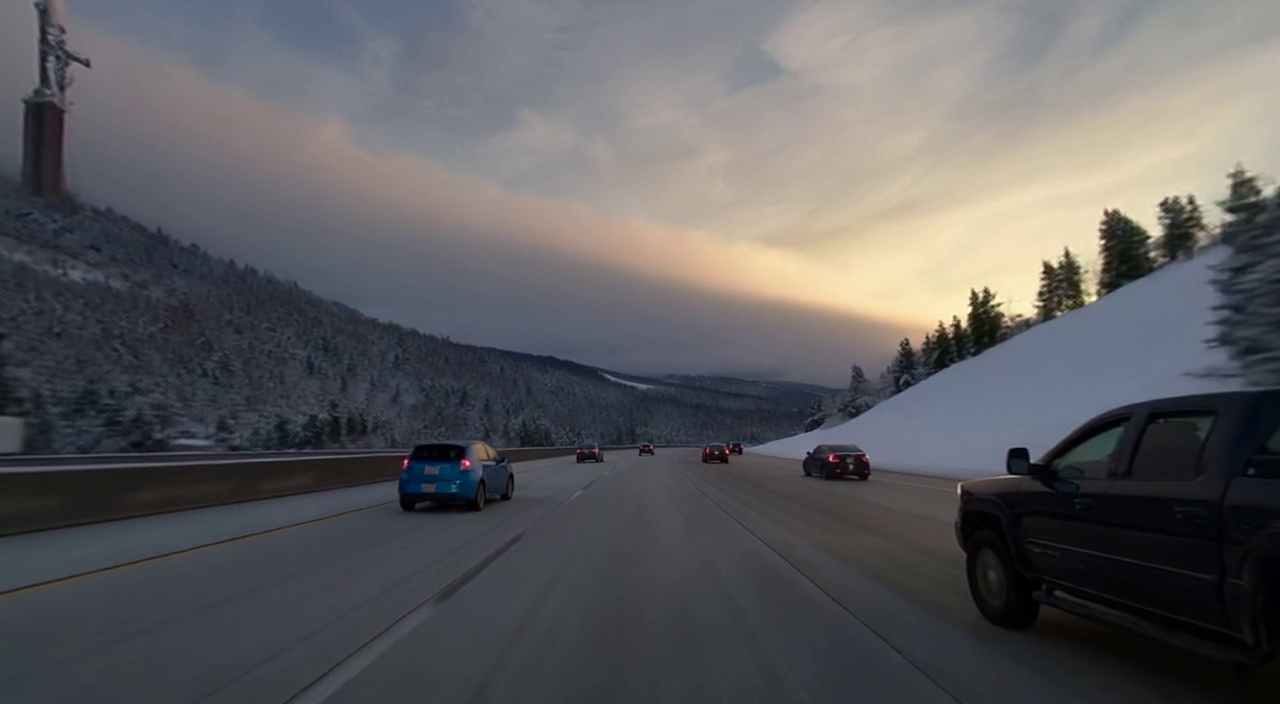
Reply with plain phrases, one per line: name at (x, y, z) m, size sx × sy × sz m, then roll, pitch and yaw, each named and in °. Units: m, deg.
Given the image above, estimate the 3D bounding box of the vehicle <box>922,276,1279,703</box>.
vehicle at (3.400, 0.735, 2.607) m, size 2.098 × 1.925 × 5.171 m, roll 0°, pitch -8°, yaw 1°

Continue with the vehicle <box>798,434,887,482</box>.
vehicle at (7.661, 4.050, 24.359) m, size 1.986 × 1.633 × 4.430 m, roll 0°, pitch -8°, yaw 0°

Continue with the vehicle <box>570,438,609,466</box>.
vehicle at (-3.255, 6.529, 41.376) m, size 2.021 × 1.679 × 4.310 m, roll -1°, pitch -8°, yaw 2°

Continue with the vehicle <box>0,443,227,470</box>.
vehicle at (-38.397, 7.356, 45.518) m, size 3.105 × 1.561 × 20.556 m, roll -1°, pitch -8°, yaw 2°

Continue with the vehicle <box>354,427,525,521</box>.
vehicle at (-3.981, 2.509, 13.530) m, size 2.113 × 1.636 × 4.494 m, roll 0°, pitch -8°, yaw 1°

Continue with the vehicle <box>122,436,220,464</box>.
vehicle at (-33.686, 7.058, 45.601) m, size 2.267 × 1.855 × 6.107 m, roll -1°, pitch -9°, yaw 2°

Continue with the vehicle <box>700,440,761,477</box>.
vehicle at (3.917, 4.702, 28.134) m, size 2.046 × 1.471 × 4.333 m, roll 0°, pitch -8°, yaw 0°
